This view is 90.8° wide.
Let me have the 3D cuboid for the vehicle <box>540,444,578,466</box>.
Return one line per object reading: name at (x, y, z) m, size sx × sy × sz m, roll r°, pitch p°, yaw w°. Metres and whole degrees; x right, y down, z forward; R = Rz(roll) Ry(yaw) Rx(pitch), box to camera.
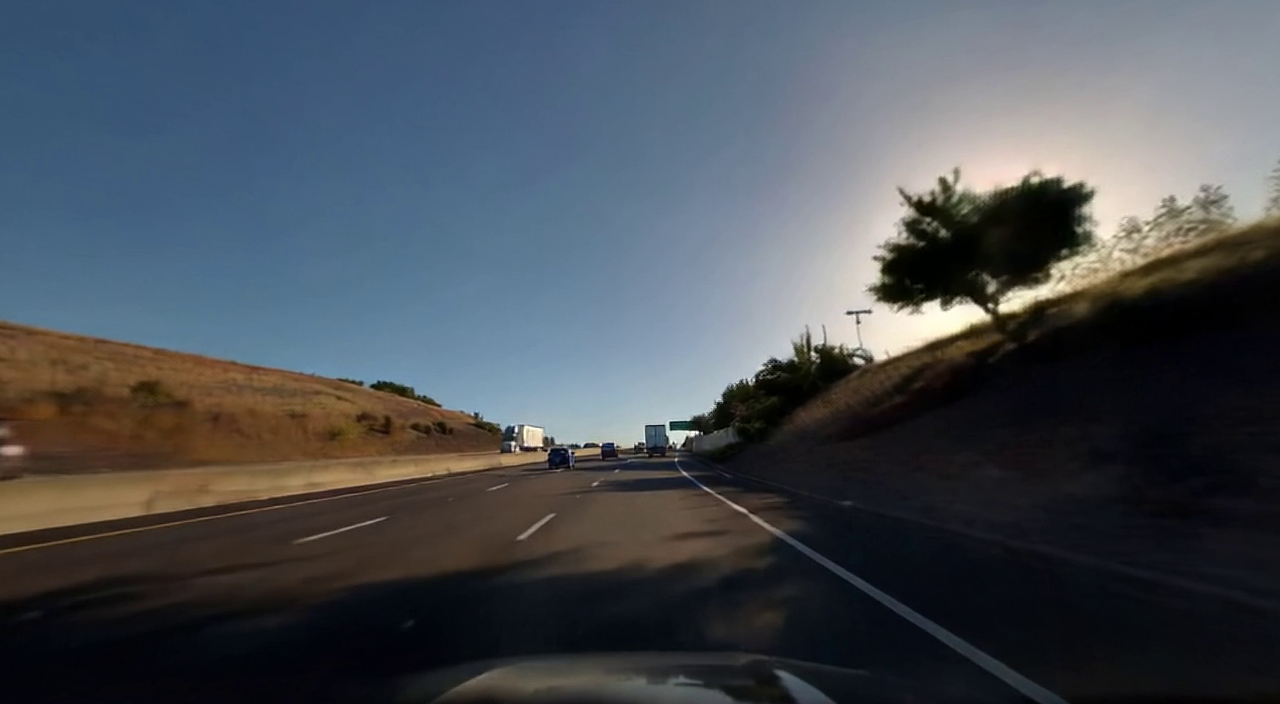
vehicle at (-5.739, 7.399, 45.319) m, size 2.078 × 1.469 × 4.371 m, roll 0°, pitch -9°, yaw 1°
